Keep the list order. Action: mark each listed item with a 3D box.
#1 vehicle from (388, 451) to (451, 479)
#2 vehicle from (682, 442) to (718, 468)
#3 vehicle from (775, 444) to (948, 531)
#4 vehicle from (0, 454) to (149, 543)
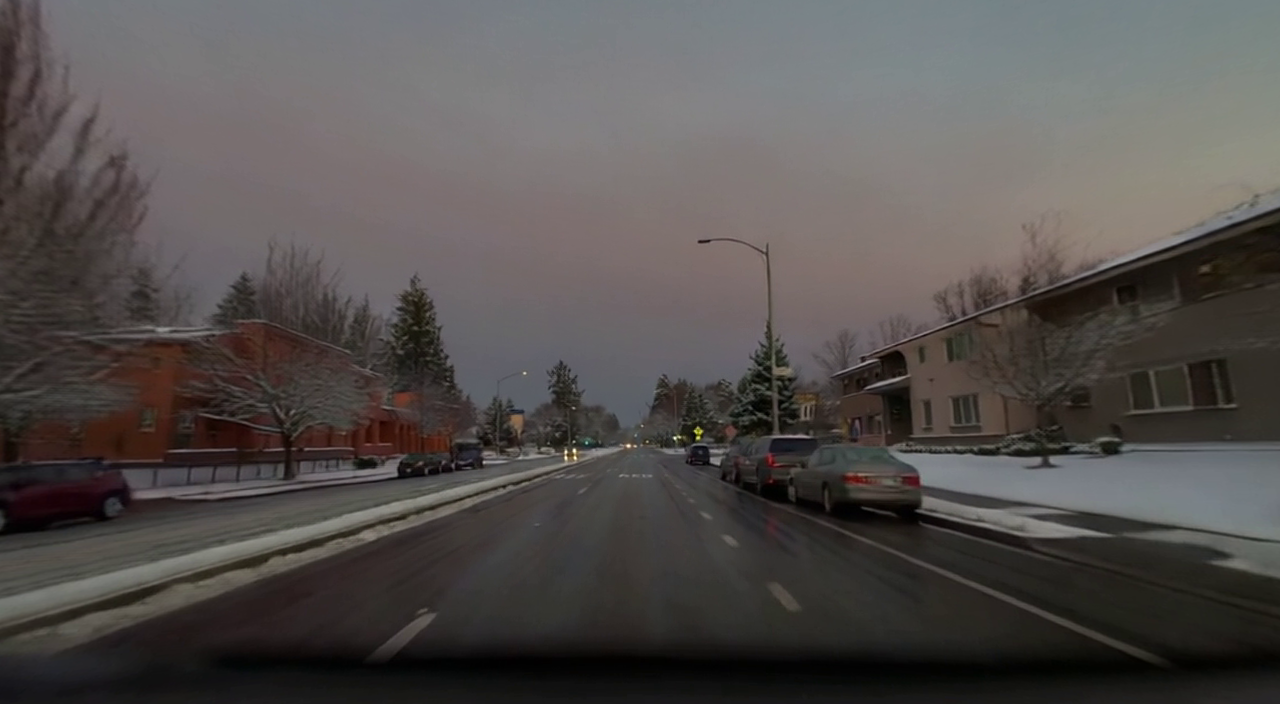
[{"bbox_3d":[-13.900,7.118,40.142,2.163,1.641,4.875,0,-9,0],"label":"vehicle"},{"bbox_3d":[4.349,7.515,46.267,2.220,1.752,4.782,0,-9,1],"label":"vehicle"},{"bbox_3d":[4.205,2.620,12.905,1.845,1.443,4.531,0,-9,-1],"label":"vehicle"},{"bbox_3d":[-13.693,3.151,13.783,2.239,1.645,4.700,-3,-8,-1],"label":"vehicle"}]
